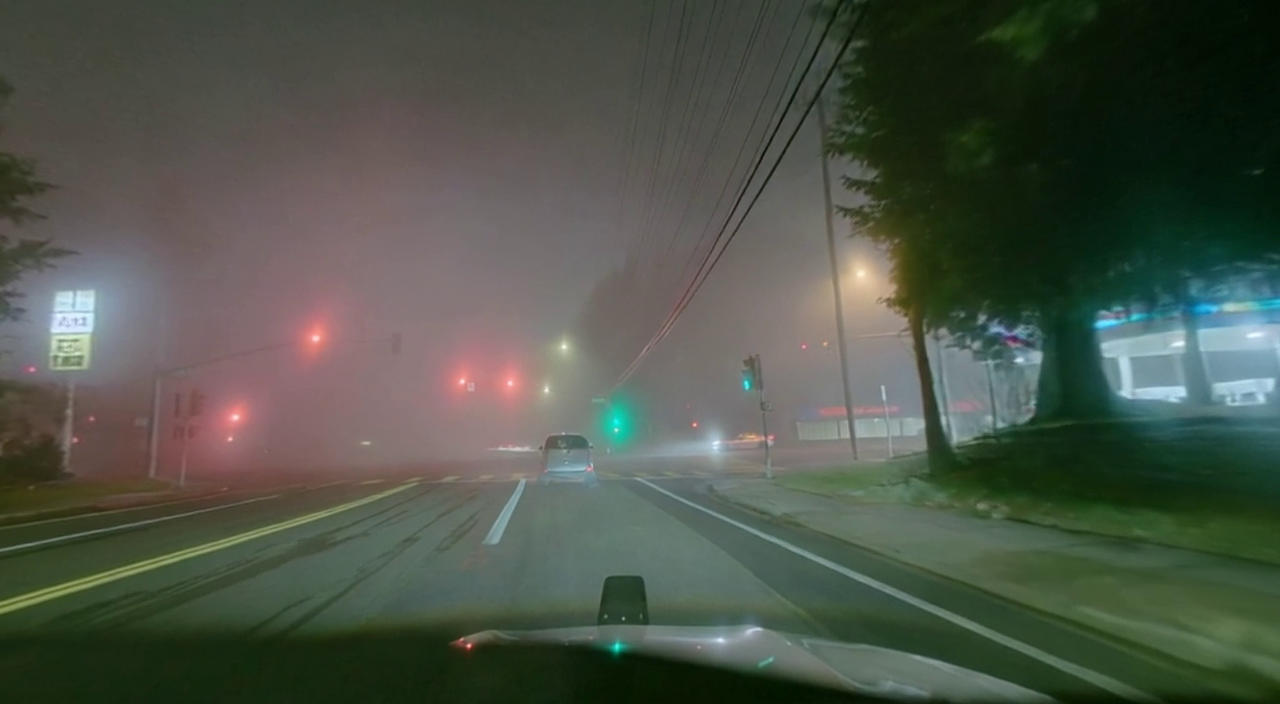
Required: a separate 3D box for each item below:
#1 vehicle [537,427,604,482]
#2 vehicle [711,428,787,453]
[{"bbox_3d":[-2.693,3.909,24.096,2.300,1.868,4.690,1,-9,-7],"label":"vehicle"},{"bbox_3d":[7.972,6.533,46.252,5.149,1.725,1.964,0,-8,-7],"label":"vehicle"}]
